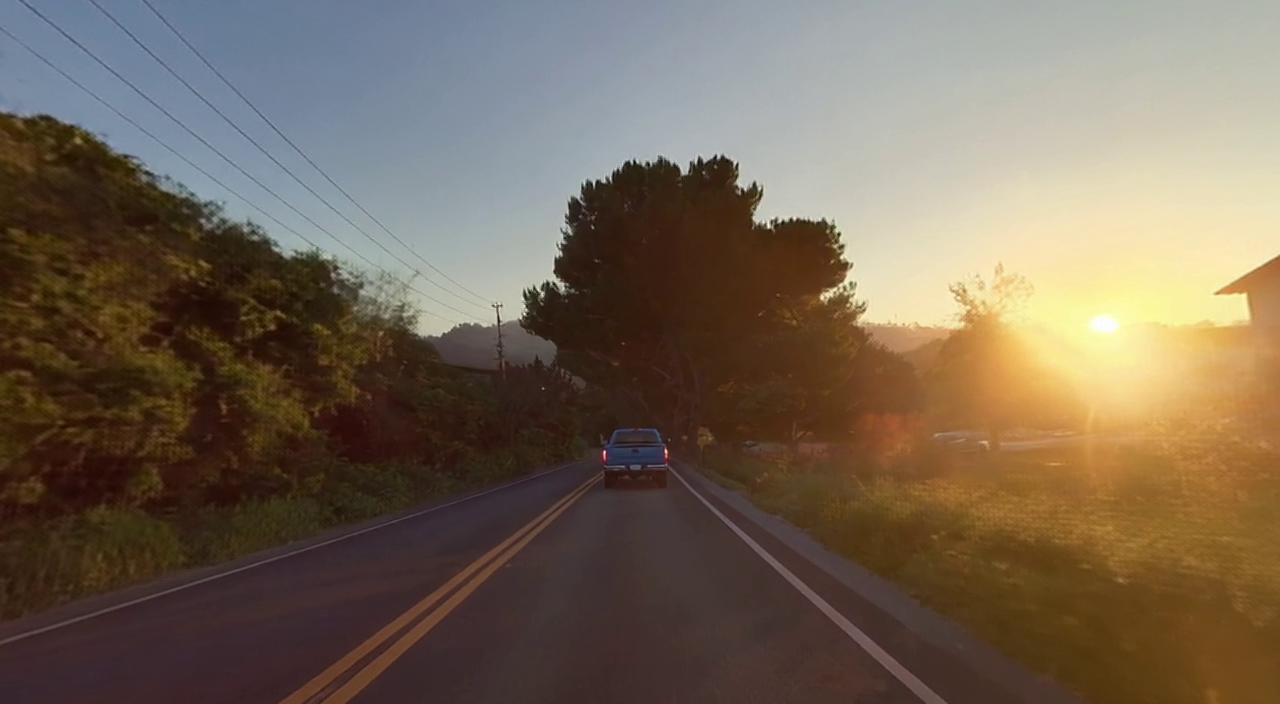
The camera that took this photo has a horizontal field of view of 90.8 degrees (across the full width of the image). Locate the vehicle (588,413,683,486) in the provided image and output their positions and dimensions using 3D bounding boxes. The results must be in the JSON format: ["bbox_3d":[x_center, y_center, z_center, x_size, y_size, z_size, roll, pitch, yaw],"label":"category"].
[{"bbox_3d":[-0.221,3.668,23.964,3.021,2.326,7.410,0,-8,-1],"label":"vehicle"}]
